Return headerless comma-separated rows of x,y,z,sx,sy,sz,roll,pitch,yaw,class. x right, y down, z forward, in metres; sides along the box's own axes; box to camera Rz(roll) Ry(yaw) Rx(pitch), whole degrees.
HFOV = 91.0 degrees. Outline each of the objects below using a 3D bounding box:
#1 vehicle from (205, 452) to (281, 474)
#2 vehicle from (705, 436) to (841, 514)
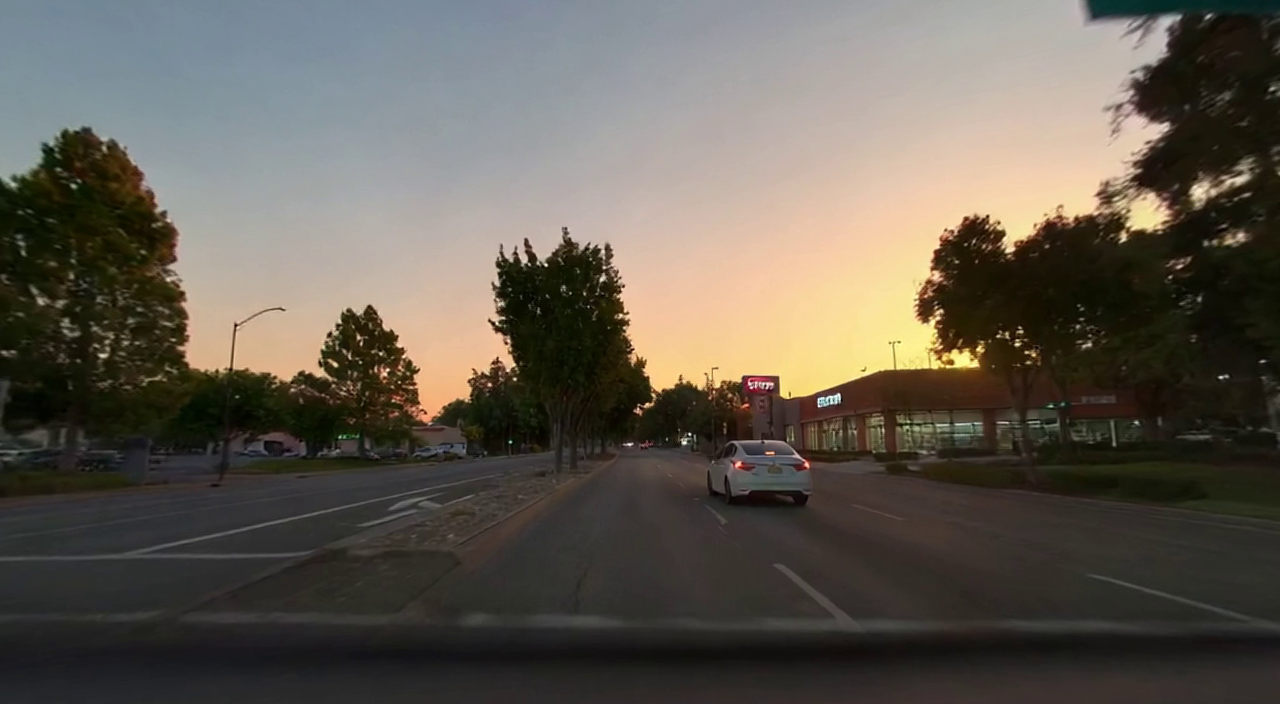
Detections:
-27.502,7.693,43.752,4.294,1.417,1.802,5,-10,-29,vehicle
2.806,2.708,14.421,2.015,1.479,4.444,0,-9,-2,vehicle
